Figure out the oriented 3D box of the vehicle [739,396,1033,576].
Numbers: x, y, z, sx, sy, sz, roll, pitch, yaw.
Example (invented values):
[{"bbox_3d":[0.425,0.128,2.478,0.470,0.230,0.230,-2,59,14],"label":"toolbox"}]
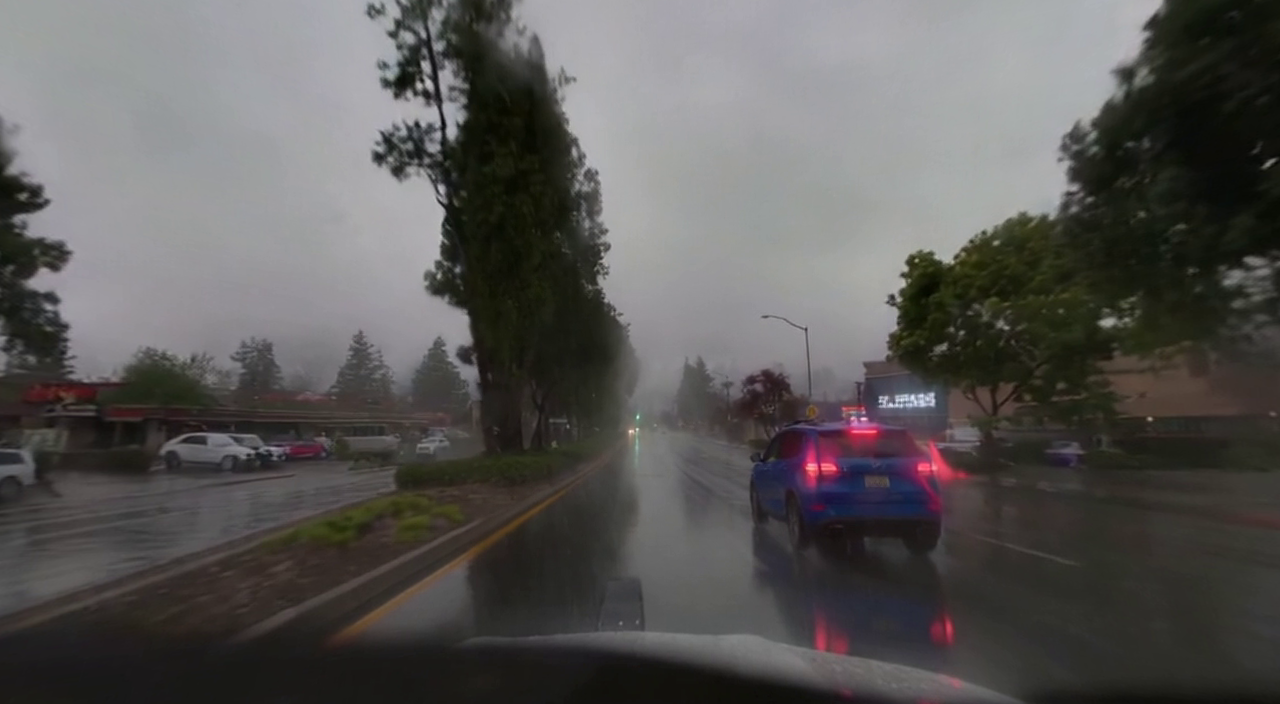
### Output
[{"bbox_3d":[2.825,1.680,8.685,2.130,1.790,4.615,0,-8,-1],"label":"vehicle"}]
